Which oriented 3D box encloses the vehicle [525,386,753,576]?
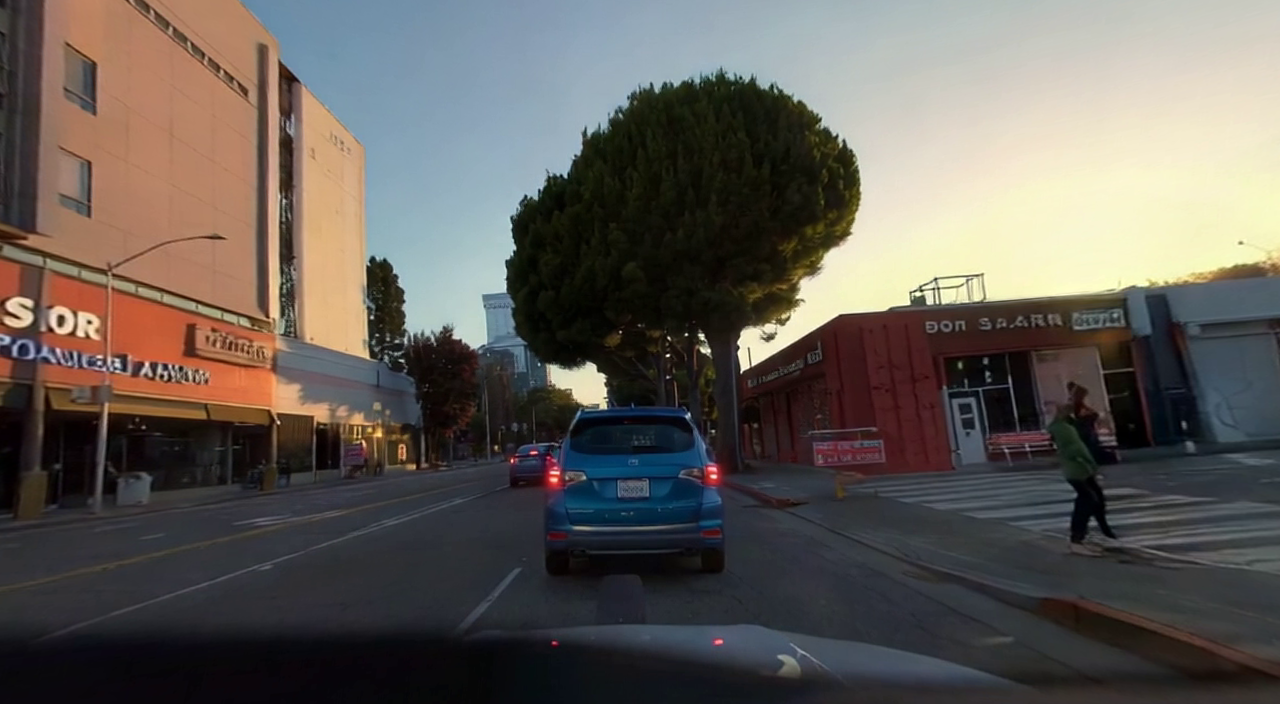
[{"bbox_3d":[-0.117,1.685,9.032,2.352,1.953,4.796,0,-8,-3],"label":"vehicle"}]

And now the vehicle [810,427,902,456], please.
[{"bbox_3d":[11.857,4.960,34.880,4.426,1.490,1.862,-1,-8,4],"label":"vehicle"}]
